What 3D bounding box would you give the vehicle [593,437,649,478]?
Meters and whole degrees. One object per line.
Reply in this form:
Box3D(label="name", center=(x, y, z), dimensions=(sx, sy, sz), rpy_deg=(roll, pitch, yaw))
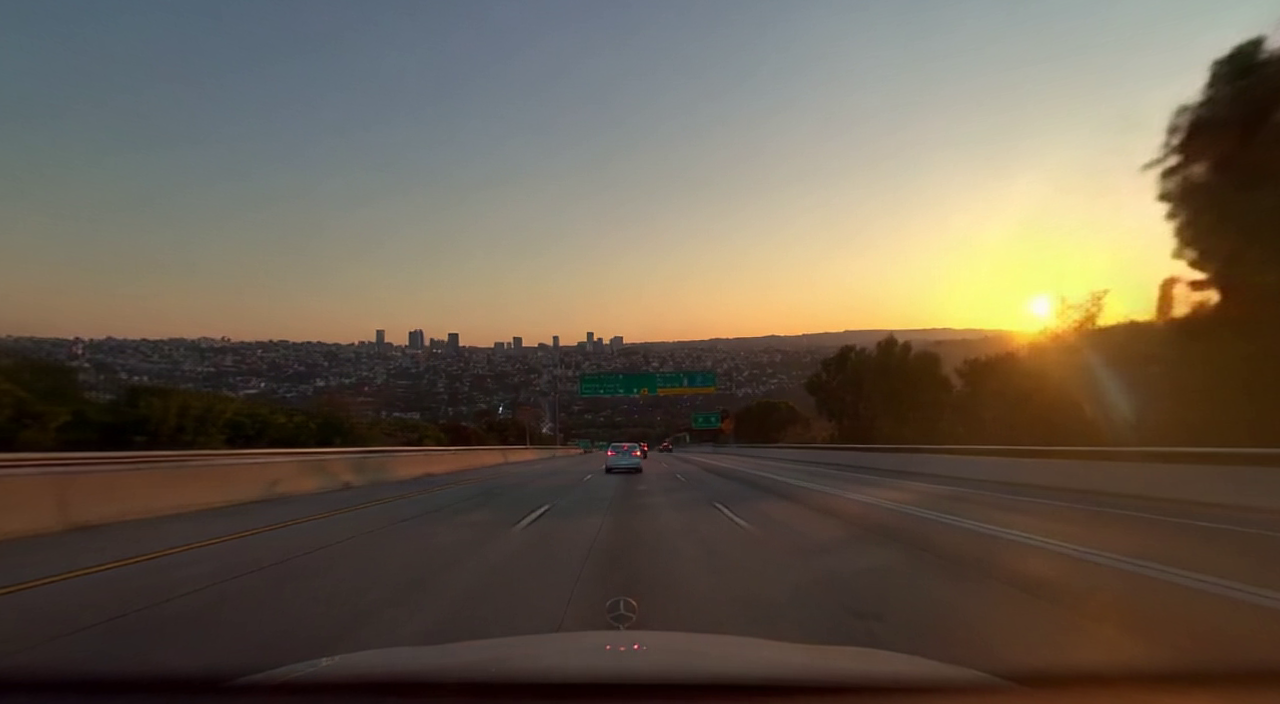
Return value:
Box3D(label="vehicle", center=(-0.741, 4.365, 26.325), dimensions=(2.147, 1.576, 3.964), rpy_deg=(0, -8, 0))
